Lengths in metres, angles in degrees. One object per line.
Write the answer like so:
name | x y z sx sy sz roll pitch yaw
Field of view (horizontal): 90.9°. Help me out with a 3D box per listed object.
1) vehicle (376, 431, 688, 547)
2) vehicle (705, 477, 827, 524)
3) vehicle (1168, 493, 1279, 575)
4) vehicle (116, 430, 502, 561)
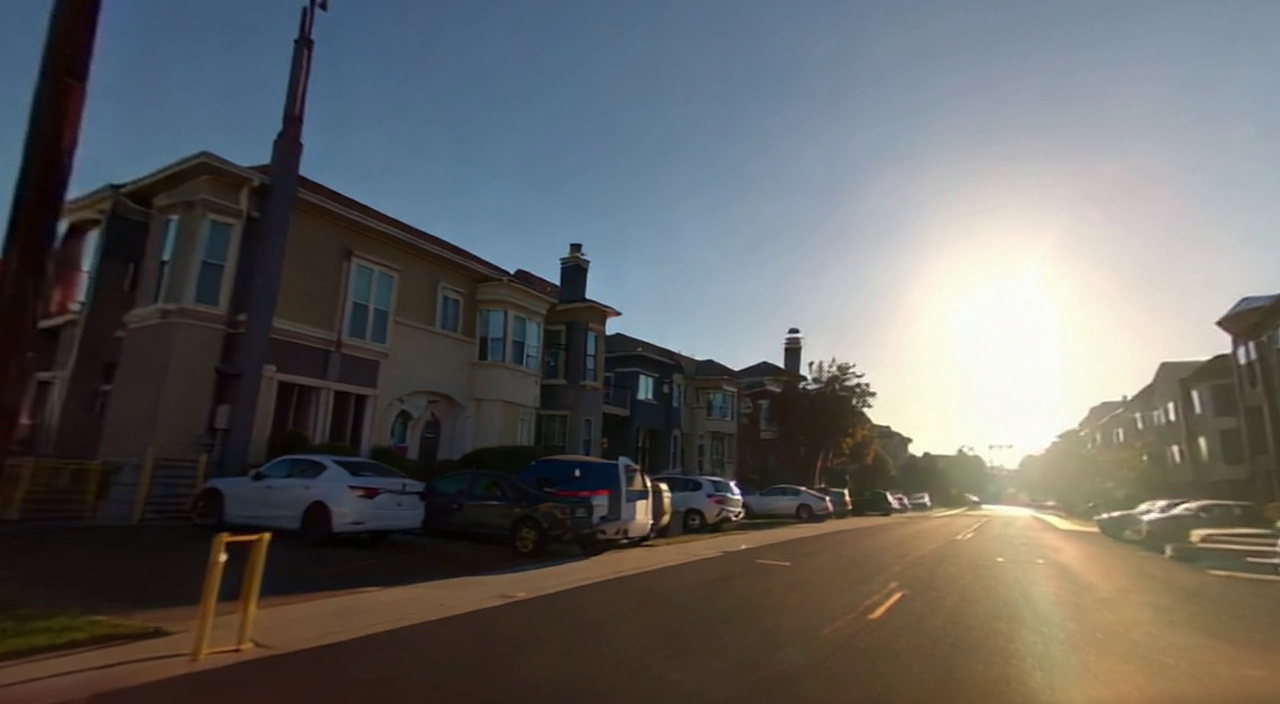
vehicle | -1.965 2.703 12.532 5.514 1.976 2.153 2 -11 -5
vehicle | 5.020 5.973 25.516 4.450 1.707 1.902 3 -11 -7
vehicle | 14.341 3.826 13.131 4.724 1.522 1.948 -5 -12 29
vehicle | -4.628 2.133 9.527 4.648 1.659 1.897 2 -11 -3
